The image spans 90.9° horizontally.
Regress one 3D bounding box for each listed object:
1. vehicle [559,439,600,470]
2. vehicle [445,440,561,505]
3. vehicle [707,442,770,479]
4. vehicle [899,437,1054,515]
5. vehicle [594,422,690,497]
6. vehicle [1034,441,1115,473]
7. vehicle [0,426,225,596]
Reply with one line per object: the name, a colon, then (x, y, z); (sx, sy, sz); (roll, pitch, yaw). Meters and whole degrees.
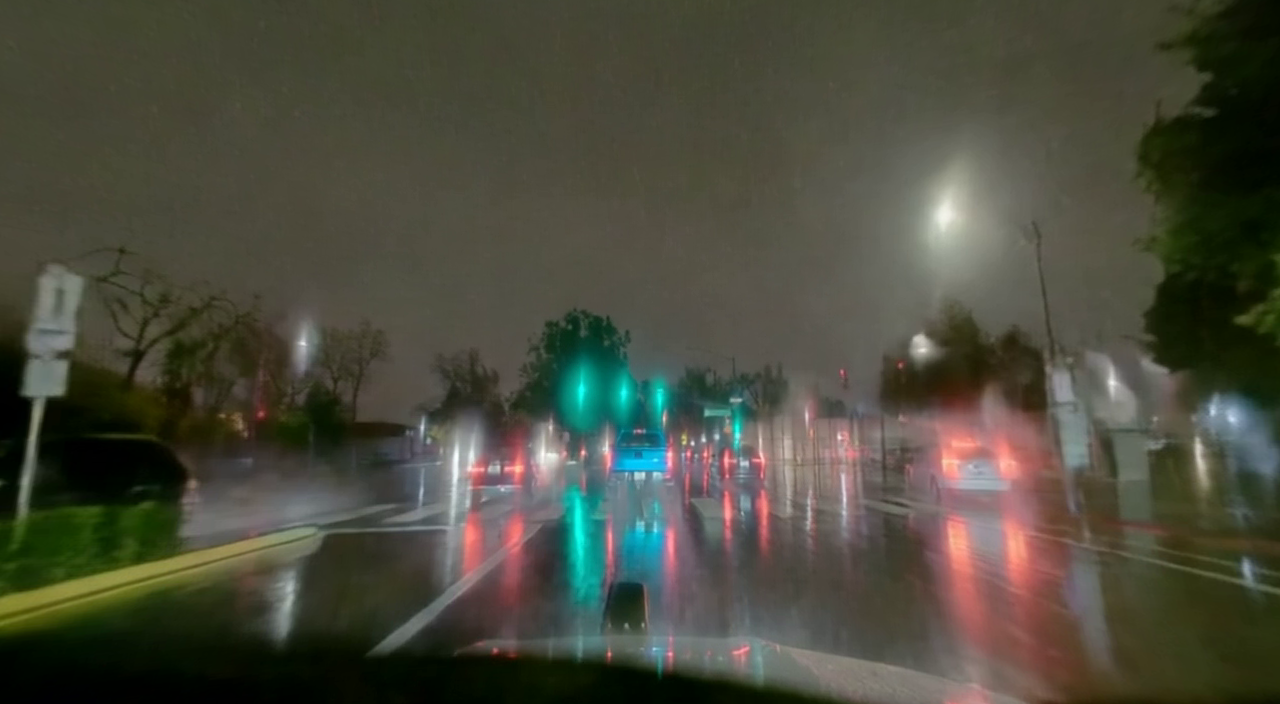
vehicle: (-3.570, 6.168, 38.060); (2.018, 1.700, 4.142); (0, -8, 0)
vehicle: (-3.419, 3.087, 16.679); (1.986, 1.465, 4.509); (0, -8, 1)
vehicle: (4.232, 4.737, 27.844); (1.968, 1.472, 4.456); (0, -8, -1)
vehicle: (9.139, 3.348, 17.684); (2.126, 1.820, 4.521); (1, -8, 5)
vehicle: (0.053, 3.191, 19.044); (2.493, 1.934, 4.957); (0, -8, 0)
vehicle: (28.516, 6.812, 41.312); (5.227, 1.935, 2.289); (5, -10, -32)
vehicle: (-6.805, 1.582, 6.556); (1.907, 1.541, 4.364); (-1, -8, 1)
